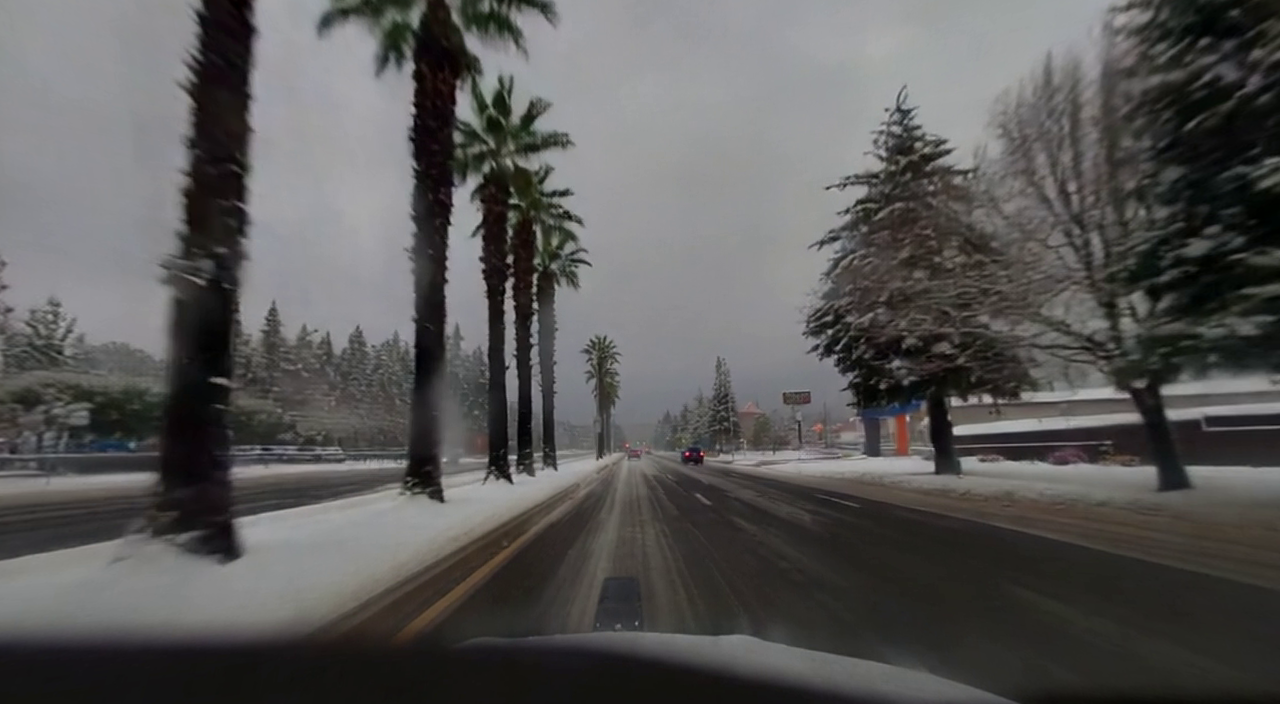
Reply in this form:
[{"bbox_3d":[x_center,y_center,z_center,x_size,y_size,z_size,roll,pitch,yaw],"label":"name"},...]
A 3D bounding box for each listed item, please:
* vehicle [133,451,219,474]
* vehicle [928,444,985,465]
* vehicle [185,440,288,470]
[{"bbox_3d":[-31.185,7.413,42.397,4.223,1.444,1.814,0,-8,-3],"label":"vehicle"},{"bbox_3d":[24.183,7.869,48.337,1.881,1.509,4.448,0,-8,-3],"label":"vehicle"},{"bbox_3d":[-31.880,8.129,49.865,6.216,2.077,2.806,2,-8,2],"label":"vehicle"}]
